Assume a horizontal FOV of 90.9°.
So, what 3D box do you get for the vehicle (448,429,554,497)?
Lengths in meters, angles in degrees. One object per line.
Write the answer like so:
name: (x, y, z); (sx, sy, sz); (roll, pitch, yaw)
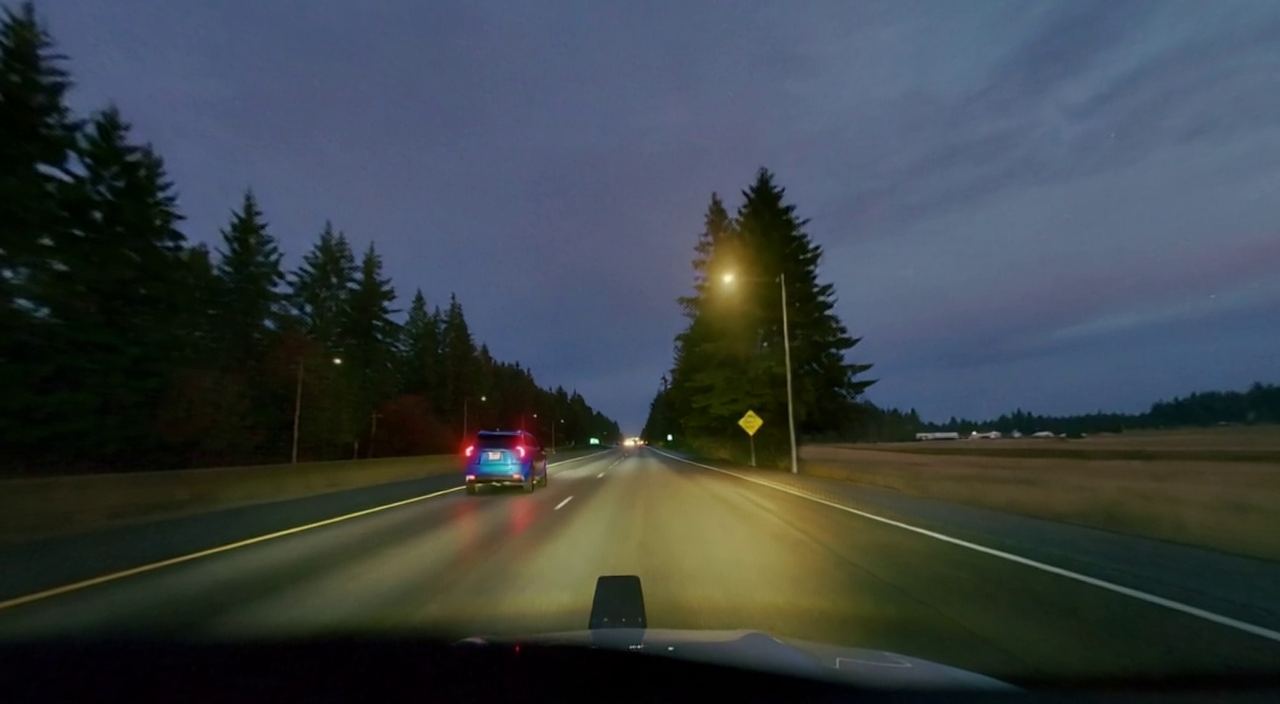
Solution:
vehicle: (-3.913, 3.216, 18.651); (2.084, 1.752, 4.479); (0, -8, 1)
